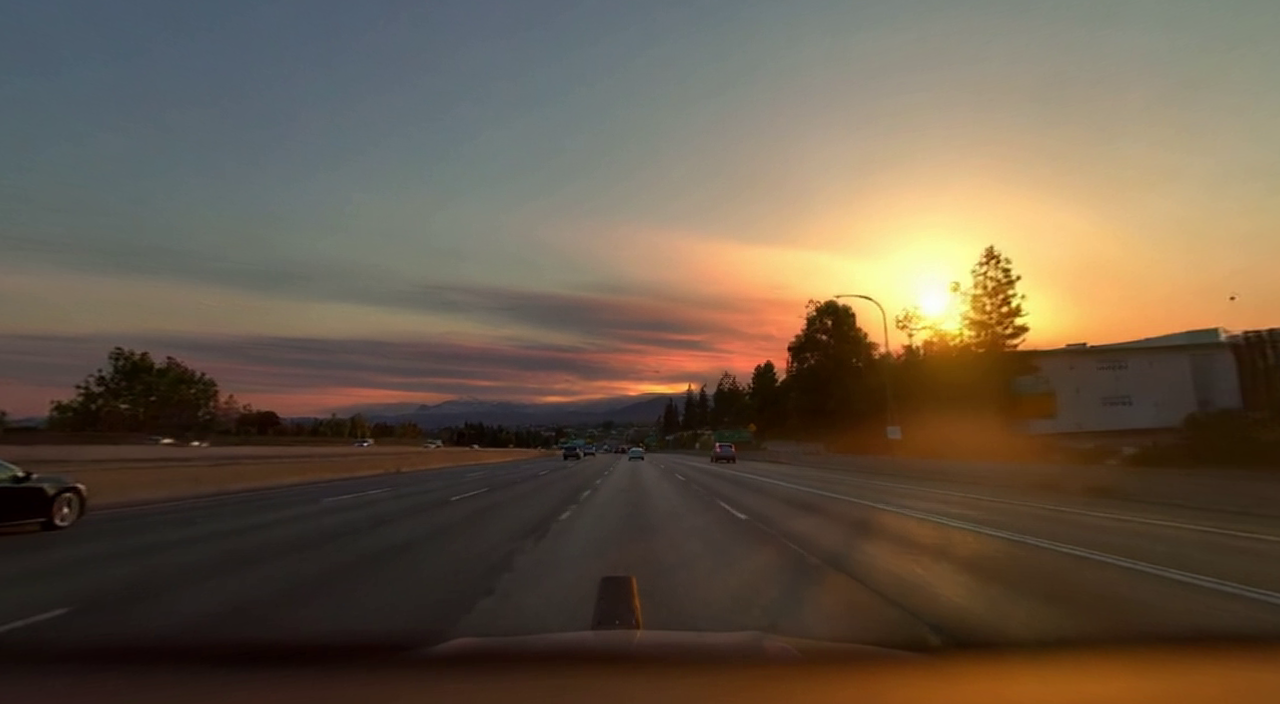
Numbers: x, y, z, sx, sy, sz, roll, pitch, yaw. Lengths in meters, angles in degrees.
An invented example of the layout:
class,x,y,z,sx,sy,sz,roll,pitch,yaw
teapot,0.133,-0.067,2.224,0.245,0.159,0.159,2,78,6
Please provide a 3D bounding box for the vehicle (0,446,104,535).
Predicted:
class,x,y,z,sx,sy,sz,roll,pitch,yaw
vehicle,-11.219,2.173,9.687,1.983,1.381,4.464,-1,-8,2
